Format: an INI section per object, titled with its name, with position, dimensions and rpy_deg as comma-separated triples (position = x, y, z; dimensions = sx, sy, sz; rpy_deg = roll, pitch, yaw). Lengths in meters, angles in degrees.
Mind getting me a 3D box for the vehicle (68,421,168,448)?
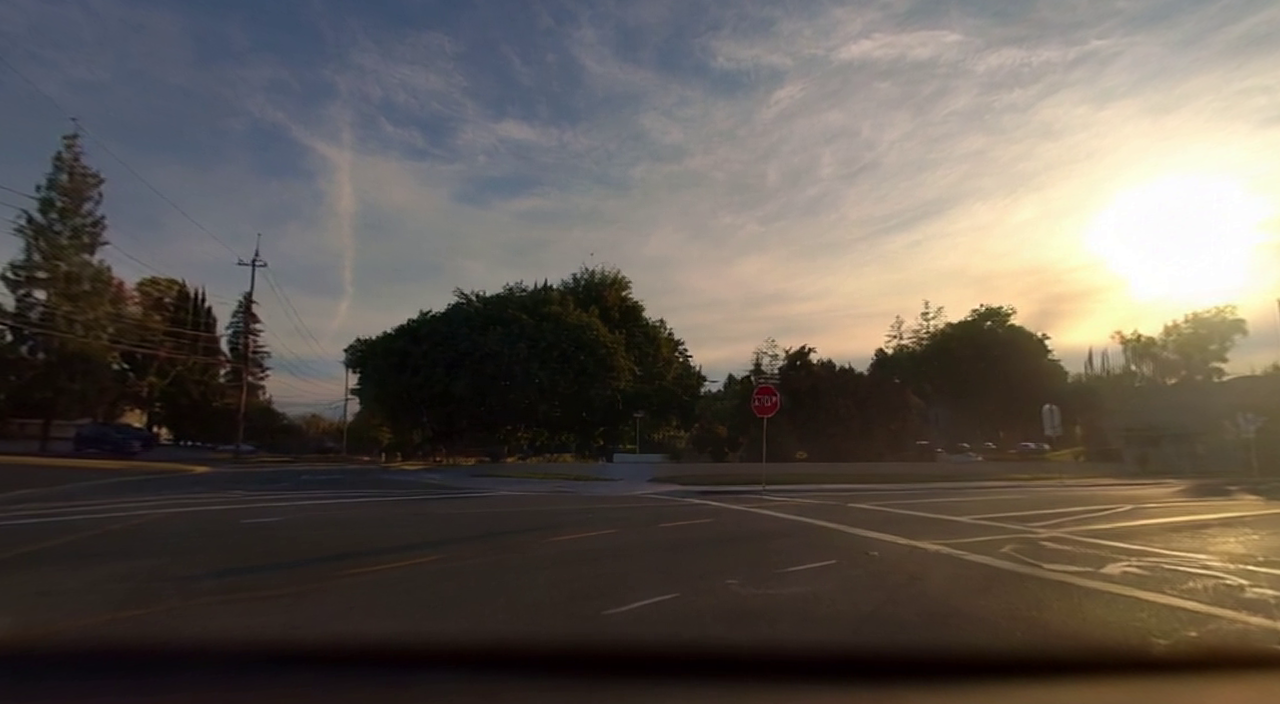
[vehicle]
position = -40.971, 6.556, 49.672
dimensions = 2.220, 2.051, 5.476
rpy_deg = -4, -9, 27
